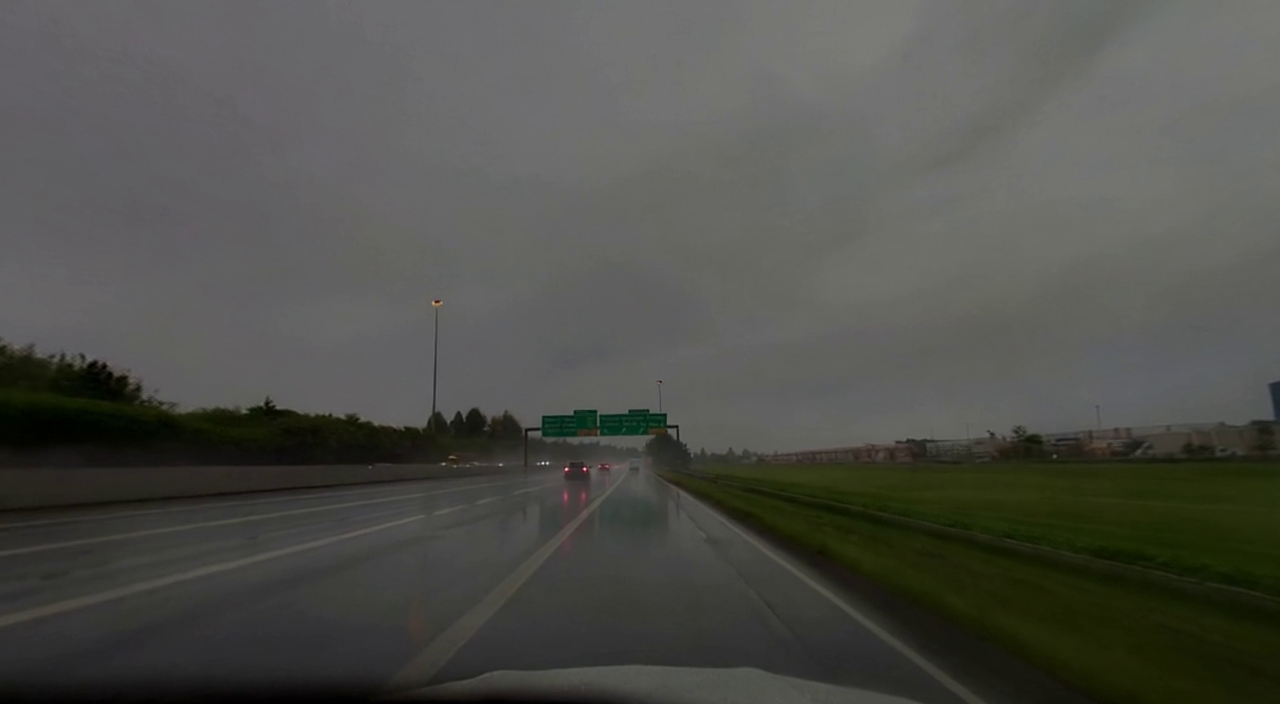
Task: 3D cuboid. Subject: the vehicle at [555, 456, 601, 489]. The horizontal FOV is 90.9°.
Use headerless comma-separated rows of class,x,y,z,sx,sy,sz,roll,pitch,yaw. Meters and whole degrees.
vehicle,-3.295,6.525,34.109,2.092,1.642,3.895,1,-11,0
